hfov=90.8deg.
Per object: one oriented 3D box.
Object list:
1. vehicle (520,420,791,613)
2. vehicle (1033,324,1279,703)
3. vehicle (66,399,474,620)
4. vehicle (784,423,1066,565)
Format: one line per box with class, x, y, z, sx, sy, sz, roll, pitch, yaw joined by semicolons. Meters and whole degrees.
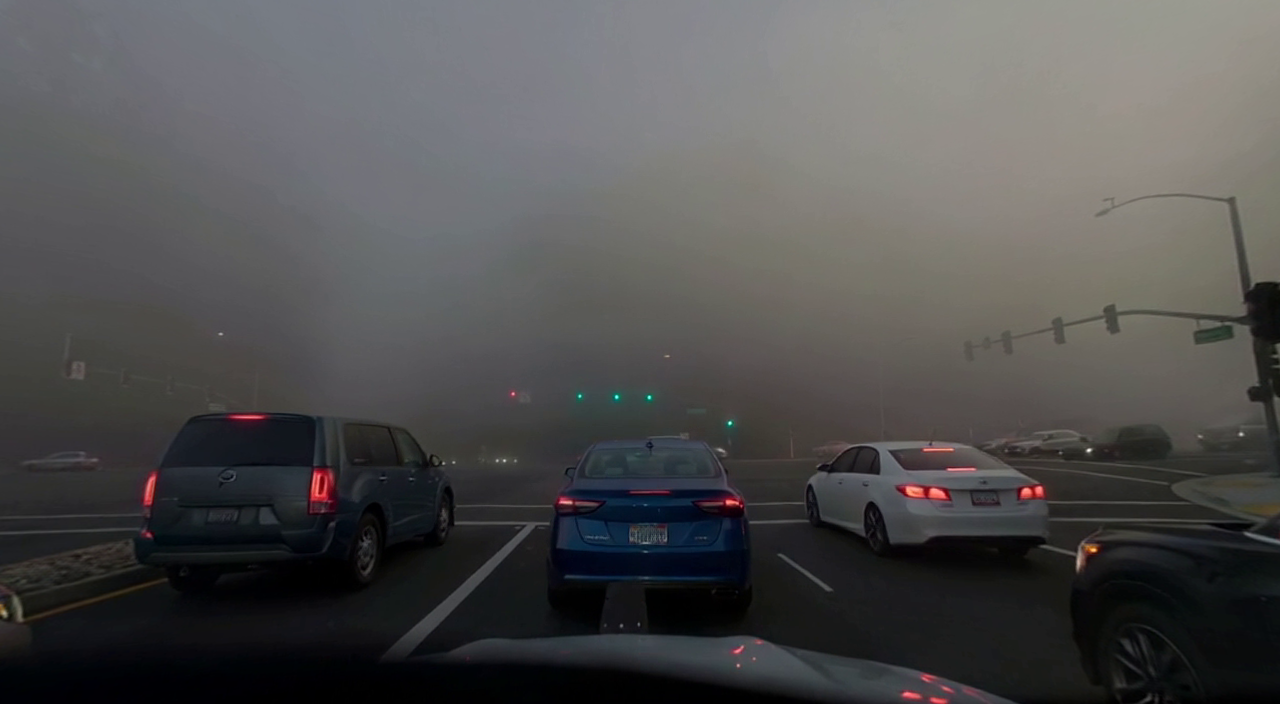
vehicle;0.062;1.592;7.023;2.114;1.482;4.056;0;-9;-2
vehicle;3.231;0.618;1.174;2.178;1.691;4.314;0;-9;0
vehicle;-3.417;1.535;7.059;1.958;1.693;4.242;0;-9;0
vehicle;3.533;1.841;8.956;1.874;1.487;4.404;0;-9;-1
